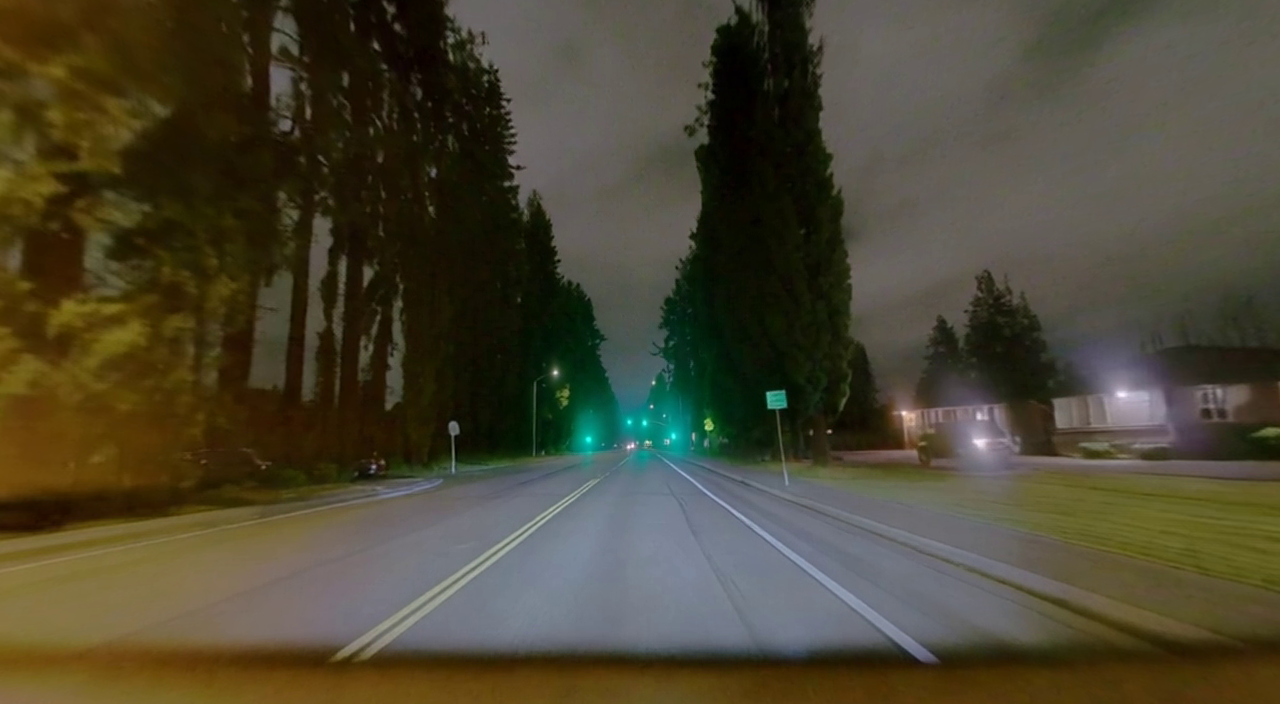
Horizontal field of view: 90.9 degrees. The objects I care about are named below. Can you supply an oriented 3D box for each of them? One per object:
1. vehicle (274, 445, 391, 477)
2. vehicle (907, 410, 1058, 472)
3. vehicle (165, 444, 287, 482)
[{"bbox_3d":[-15.192,5.415,31.302,4.787,1.474,1.967,-1,-8,3],"label":"vehicle"},{"bbox_3d":[9.798,2.635,18.534,1.805,1.571,4.467,0,-8,-2],"label":"vehicle"},{"bbox_3d":[-19.062,5.109,29.147,4.233,1.623,1.943,-1,-8,2],"label":"vehicle"}]
